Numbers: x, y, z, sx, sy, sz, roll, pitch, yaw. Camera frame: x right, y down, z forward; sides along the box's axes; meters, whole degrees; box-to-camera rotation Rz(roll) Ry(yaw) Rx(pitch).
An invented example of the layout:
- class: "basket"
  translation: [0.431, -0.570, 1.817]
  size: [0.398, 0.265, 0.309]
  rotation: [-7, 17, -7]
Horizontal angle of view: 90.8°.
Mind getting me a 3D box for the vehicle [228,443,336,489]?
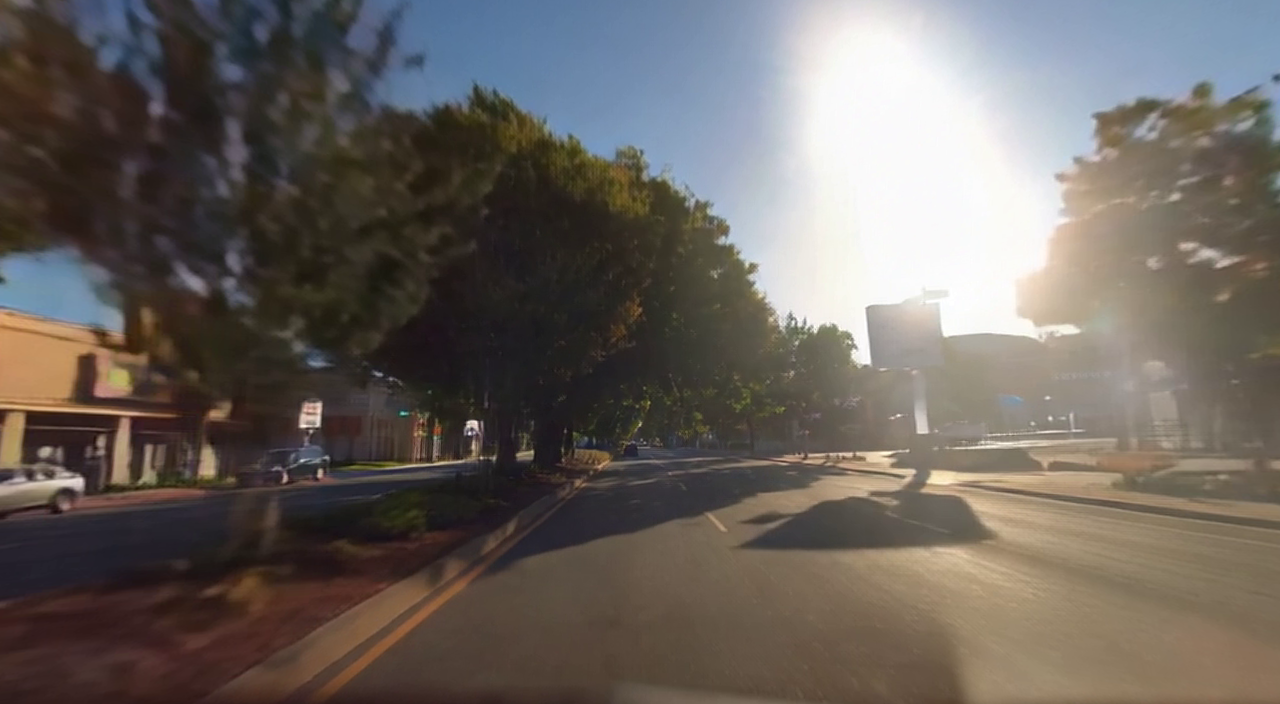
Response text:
- class: "vehicle"
  translation: [-19.449, 6.159, 34.771]
  size: [2.648, 2.106, 6.148]
  rotation: [-2, -8, -3]
